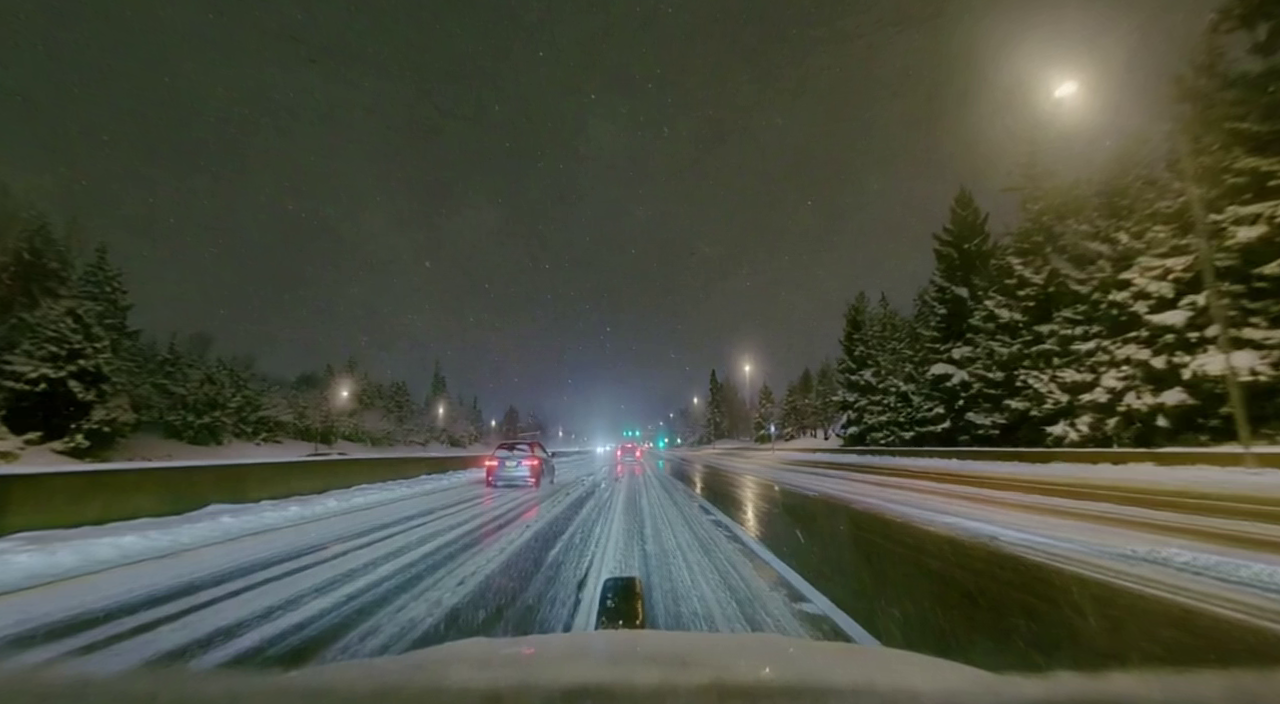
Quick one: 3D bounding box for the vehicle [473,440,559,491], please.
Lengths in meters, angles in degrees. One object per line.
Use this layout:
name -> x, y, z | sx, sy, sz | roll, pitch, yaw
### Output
vehicle -> -3.908, 3.666, 20.782 | 1.886, 1.465, 4.625 | 0, -9, 0

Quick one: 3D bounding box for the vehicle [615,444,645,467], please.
vehicle -> -0.708, 7.178, 43.898 | 1.997, 1.485, 4.094 | 0, -9, -1

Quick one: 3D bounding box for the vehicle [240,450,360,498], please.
vehicle -> -13.945, 4.975, 26.257 | 2.404, 1.723, 4.354 | 0, -8, 2
